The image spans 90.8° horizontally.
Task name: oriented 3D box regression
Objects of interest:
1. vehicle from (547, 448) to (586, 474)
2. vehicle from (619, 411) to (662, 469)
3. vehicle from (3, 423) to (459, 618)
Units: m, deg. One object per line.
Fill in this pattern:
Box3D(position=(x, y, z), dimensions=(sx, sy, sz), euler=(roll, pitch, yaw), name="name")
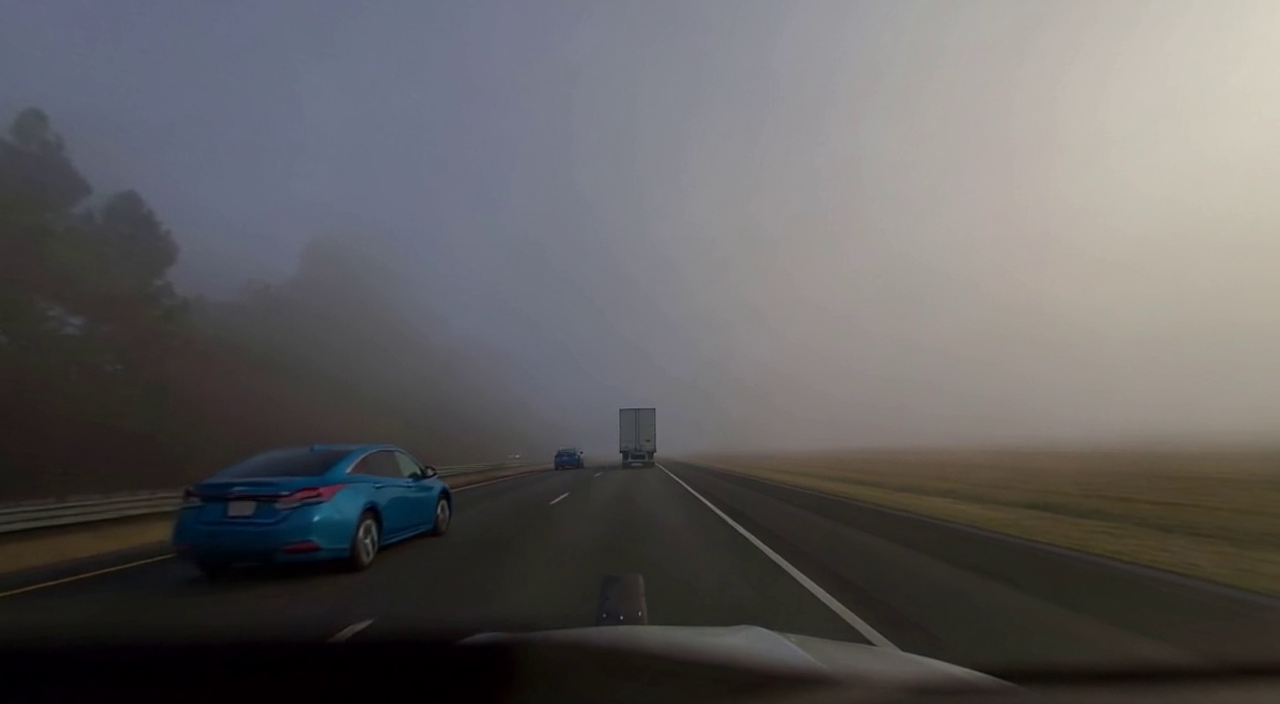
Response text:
Box3D(position=(-4.413, 6.619, 38.536), dimensions=(1.937, 1.493, 3.779), euler=(0, -9, 0), name="vehicle")
Box3D(position=(-0.018, 7.034, 49.727), dimensions=(2.995, 4.028, 10.508), euler=(0, -9, 0), name="vehicle")
Box3D(position=(-3.903, 1.704, 7.446), dimensions=(2.031, 1.496, 4.971), euler=(0, -9, 0), name="vehicle")
